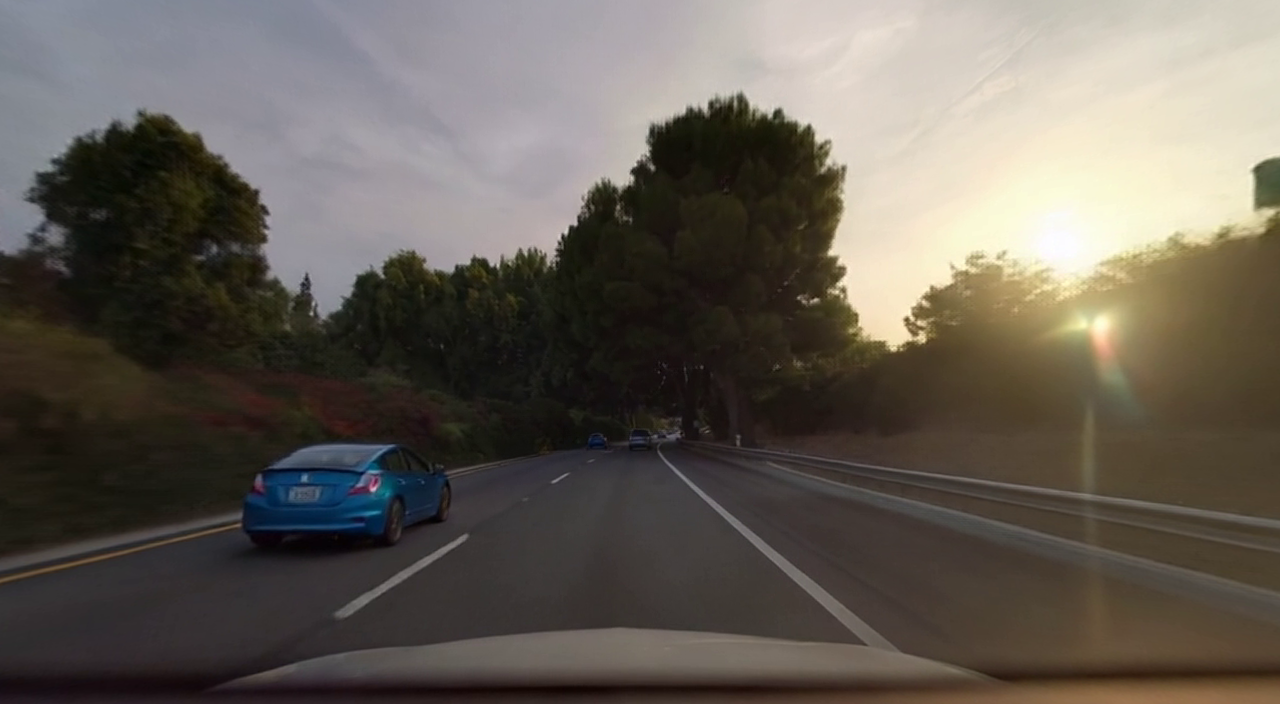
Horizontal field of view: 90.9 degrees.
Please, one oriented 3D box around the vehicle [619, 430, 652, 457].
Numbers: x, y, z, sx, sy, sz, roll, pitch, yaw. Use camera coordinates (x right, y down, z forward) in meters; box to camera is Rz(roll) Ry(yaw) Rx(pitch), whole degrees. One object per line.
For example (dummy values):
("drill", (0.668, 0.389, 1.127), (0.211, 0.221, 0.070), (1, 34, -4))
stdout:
("vehicle", (-0.352, 5.922, 40.988), (2.041, 1.618, 3.898), (0, -8, -1))
